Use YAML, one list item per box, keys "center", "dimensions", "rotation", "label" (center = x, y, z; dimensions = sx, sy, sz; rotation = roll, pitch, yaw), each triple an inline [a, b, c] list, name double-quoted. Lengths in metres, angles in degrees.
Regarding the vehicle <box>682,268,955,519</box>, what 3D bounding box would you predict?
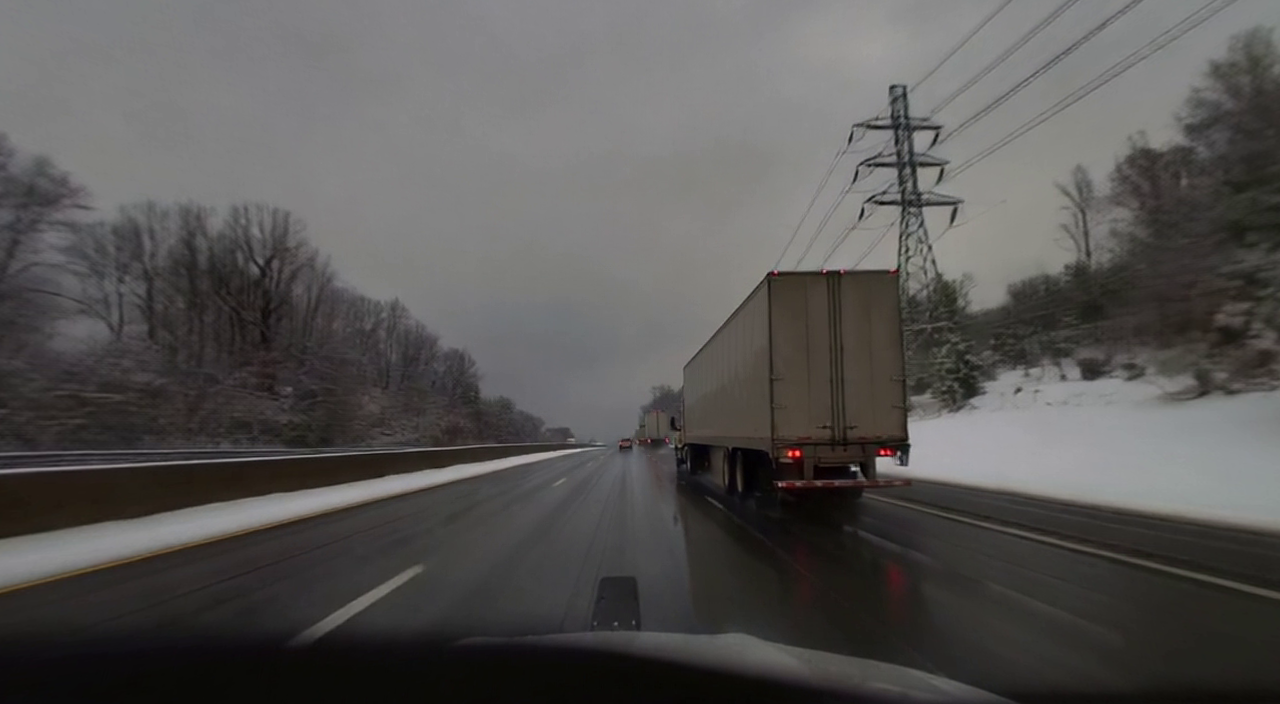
- center: [3.326, 1.572, 17.287]
  dimensions: [2.905, 4.080, 14.157]
  rotation: [0, -8, -2]
  label: "vehicle"
